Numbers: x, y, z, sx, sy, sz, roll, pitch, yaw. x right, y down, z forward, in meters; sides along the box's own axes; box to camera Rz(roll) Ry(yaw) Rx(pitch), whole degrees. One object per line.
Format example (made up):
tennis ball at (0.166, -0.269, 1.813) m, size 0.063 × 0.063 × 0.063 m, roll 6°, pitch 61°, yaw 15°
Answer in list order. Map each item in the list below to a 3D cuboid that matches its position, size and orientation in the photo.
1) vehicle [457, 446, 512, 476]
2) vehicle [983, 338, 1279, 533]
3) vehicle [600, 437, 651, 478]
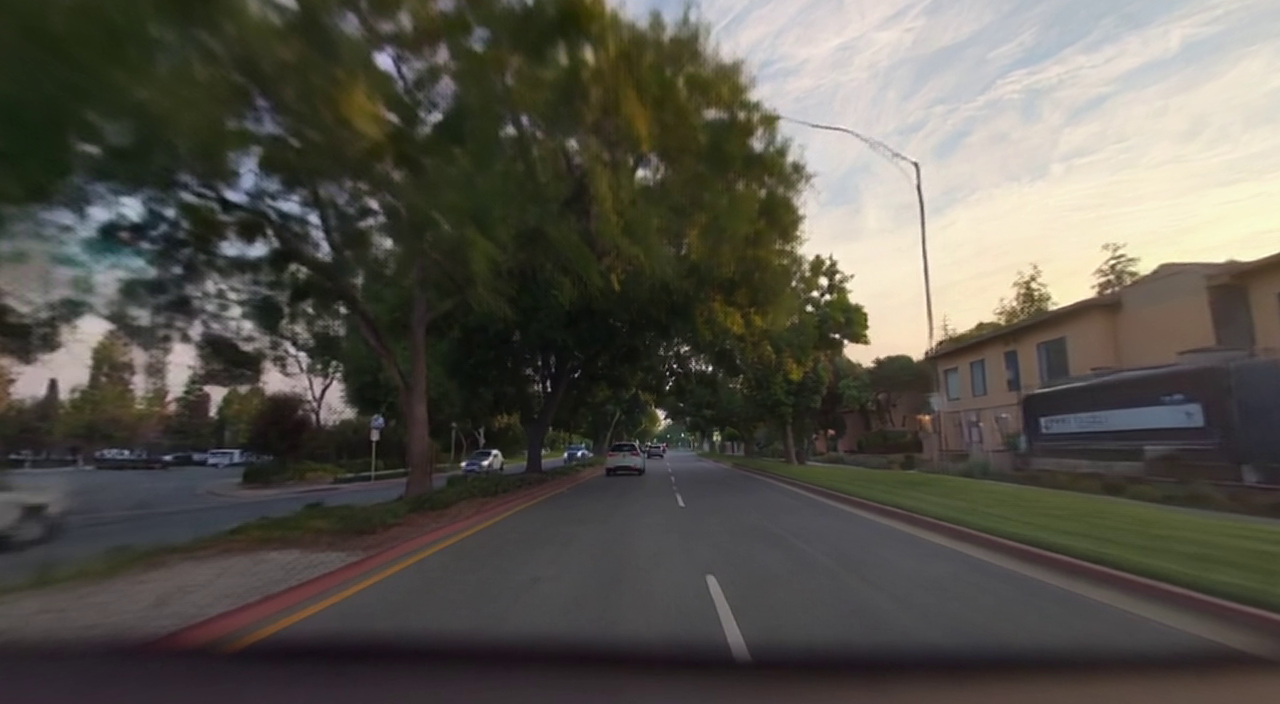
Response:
vehicle at (-8.973, 6.311, 36.684) m, size 1.908 × 1.616 × 3.988 m, roll 0°, pitch -8°, yaw 4°
vehicle at (13.757, 2.238, 17.404) m, size 2.794 × 3.710 × 10.785 m, roll -3°, pitch -8°, yaw 2°
vehicle at (-0.584, 4.833, 29.171) m, size 2.129 × 1.713 × 4.314 m, roll 0°, pitch -8°, yaw 2°
